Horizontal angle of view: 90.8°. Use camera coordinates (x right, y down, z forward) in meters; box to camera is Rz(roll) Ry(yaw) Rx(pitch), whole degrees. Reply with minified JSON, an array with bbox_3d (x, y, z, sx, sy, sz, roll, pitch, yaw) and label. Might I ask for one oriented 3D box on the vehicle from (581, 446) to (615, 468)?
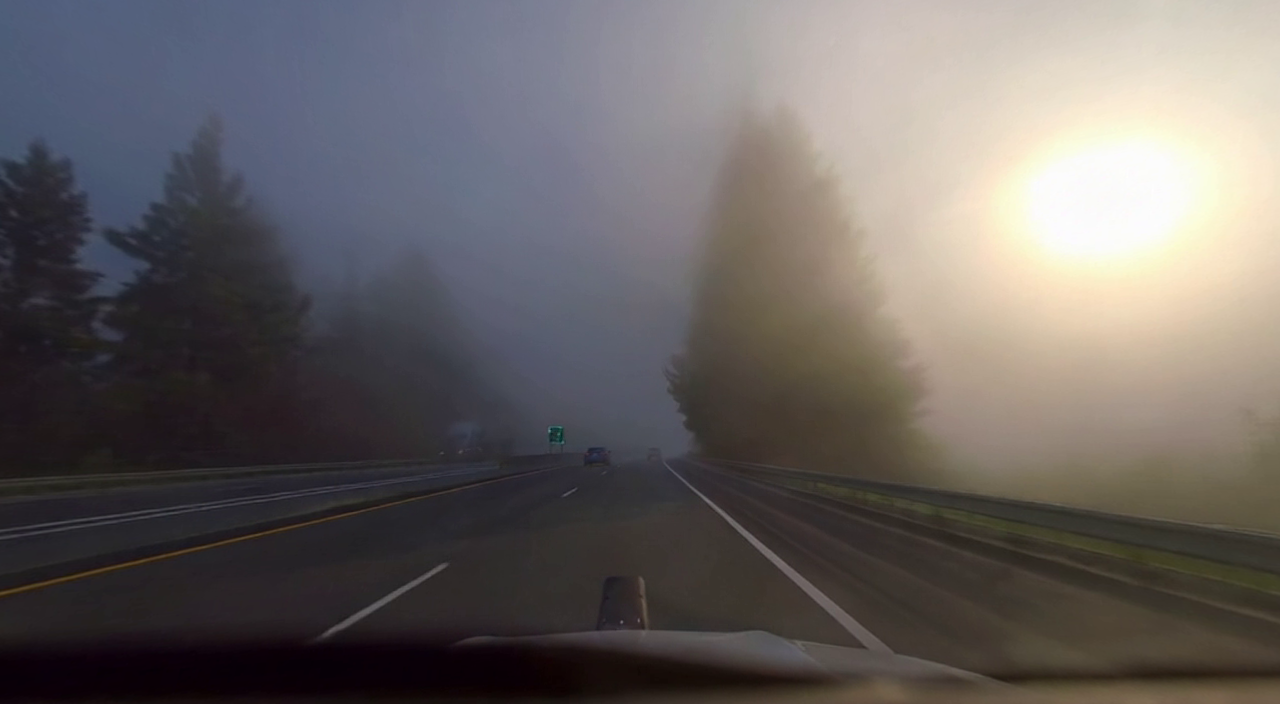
[{"bbox_3d":[-3.037,7.686,46.372,2.088,1.586,4.000,0,-9,2],"label":"vehicle"}]
